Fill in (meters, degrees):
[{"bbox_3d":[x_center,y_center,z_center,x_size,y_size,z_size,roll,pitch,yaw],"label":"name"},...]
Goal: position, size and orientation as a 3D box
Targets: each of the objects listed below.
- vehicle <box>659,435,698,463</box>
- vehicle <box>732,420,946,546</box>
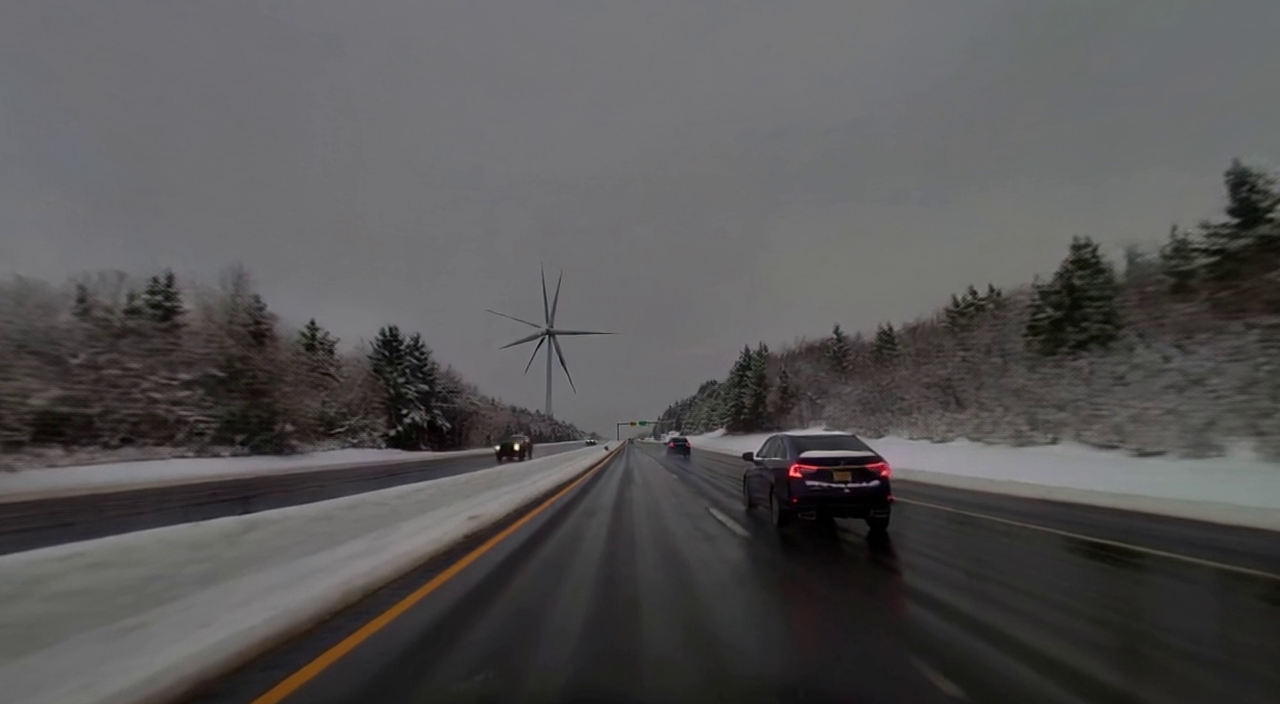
[{"bbox_3d":[2.385,6.103,39.923,2.066,1.661,4.500,0,-8,-1],"label":"vehicle"},{"bbox_3d":[2.907,1.992,10.381,2.038,1.624,4.312,0,-8,-1],"label":"vehicle"}]
